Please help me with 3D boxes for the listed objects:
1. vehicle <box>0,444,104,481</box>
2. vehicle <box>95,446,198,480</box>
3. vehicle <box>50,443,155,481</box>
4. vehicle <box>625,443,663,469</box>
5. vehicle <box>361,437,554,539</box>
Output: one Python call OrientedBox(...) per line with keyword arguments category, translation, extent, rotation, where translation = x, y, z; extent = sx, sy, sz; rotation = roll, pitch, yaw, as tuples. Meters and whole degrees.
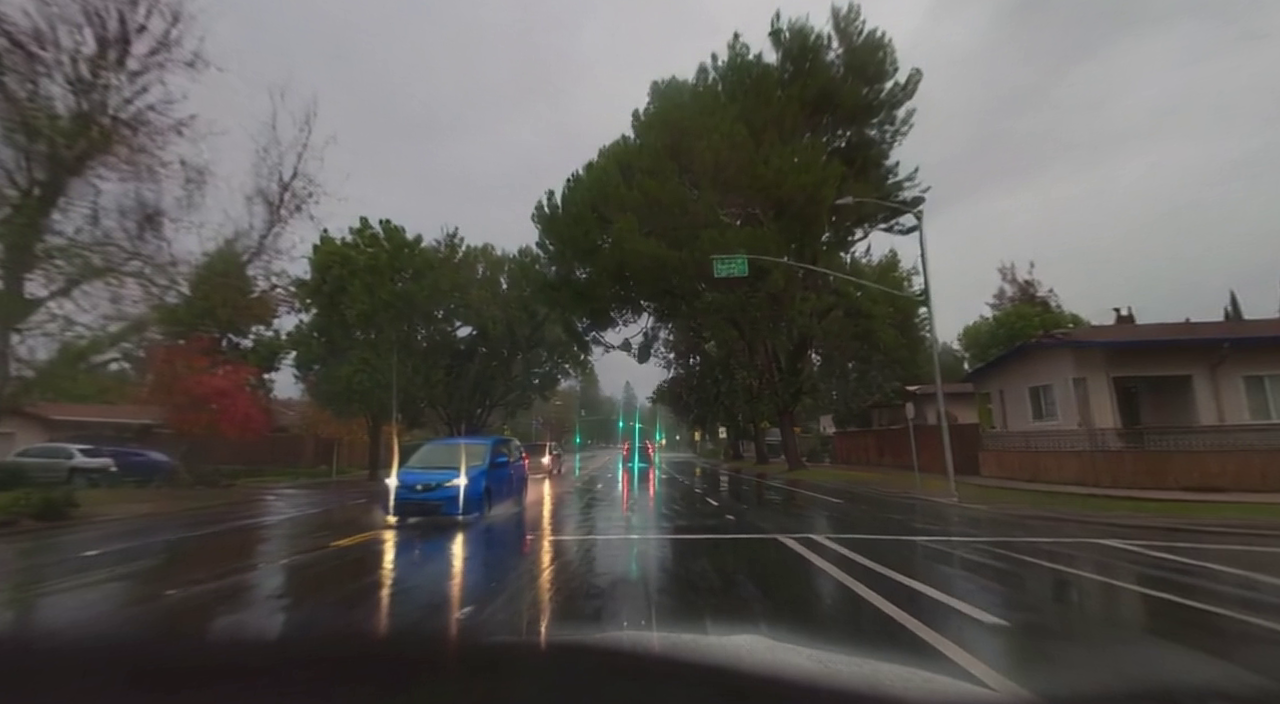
OrientedBox(category="vehicle", translation=(-29.287, 5.462, 31.356), extent=(1.838, 1.685, 3.766), rotation=(0, -8, 0))
OrientedBox(category="vehicle", translation=(-23.821, 5.359, 30.626), extent=(1.894, 1.508, 3.783), rotation=(0, -8, 0))
OrientedBox(category="vehicle", translation=(-26.367, 5.366, 31.082), extent=(1.919, 1.701, 3.695), rotation=(0, -8, -2))
OrientedBox(category="vehicle", translation=(0.240, 6.436, 39.318), extent=(2.226, 1.505, 4.128), rotation=(0, -8, 0))
OrientedBox(category="vehicle", translation=(-3.043, 2.390, 11.864), extent=(2.158, 1.469, 4.909), rotation=(0, -8, 0))
